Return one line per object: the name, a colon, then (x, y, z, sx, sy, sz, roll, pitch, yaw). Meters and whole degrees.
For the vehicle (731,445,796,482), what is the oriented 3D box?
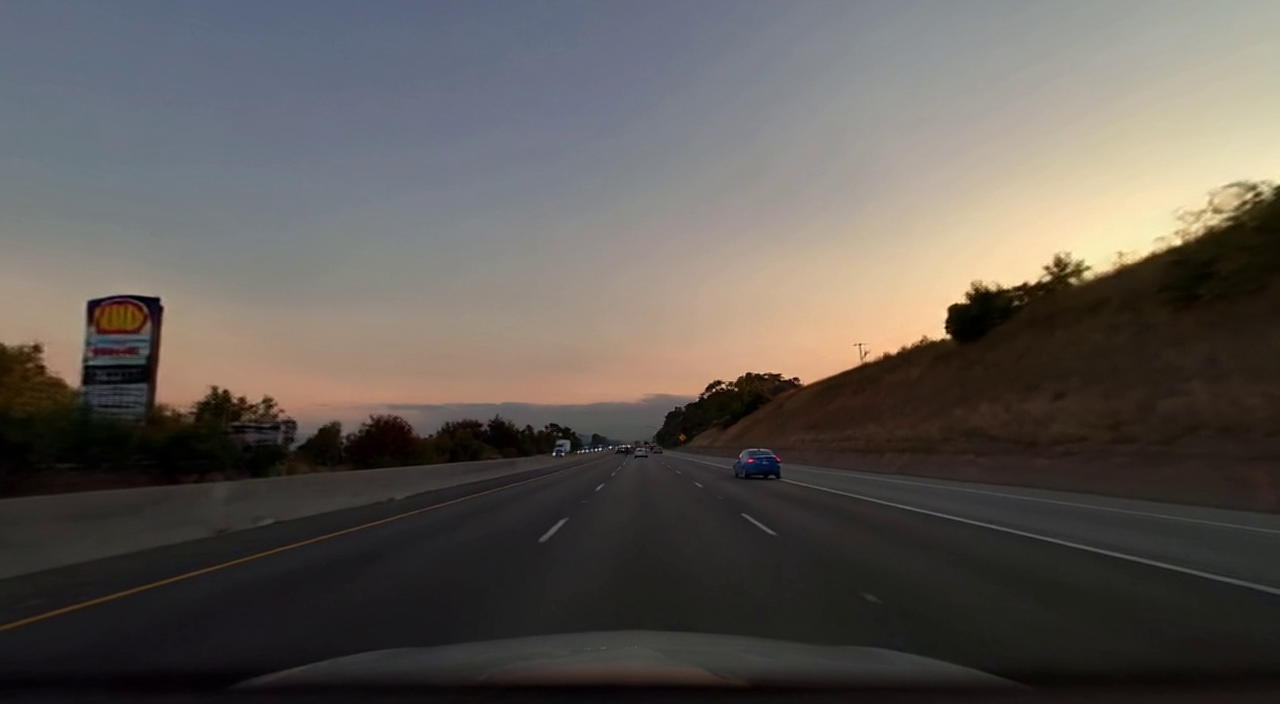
vehicle: (5.371, 4.910, 28.003, 1.967, 1.472, 3.751, 0, -9, -3)
